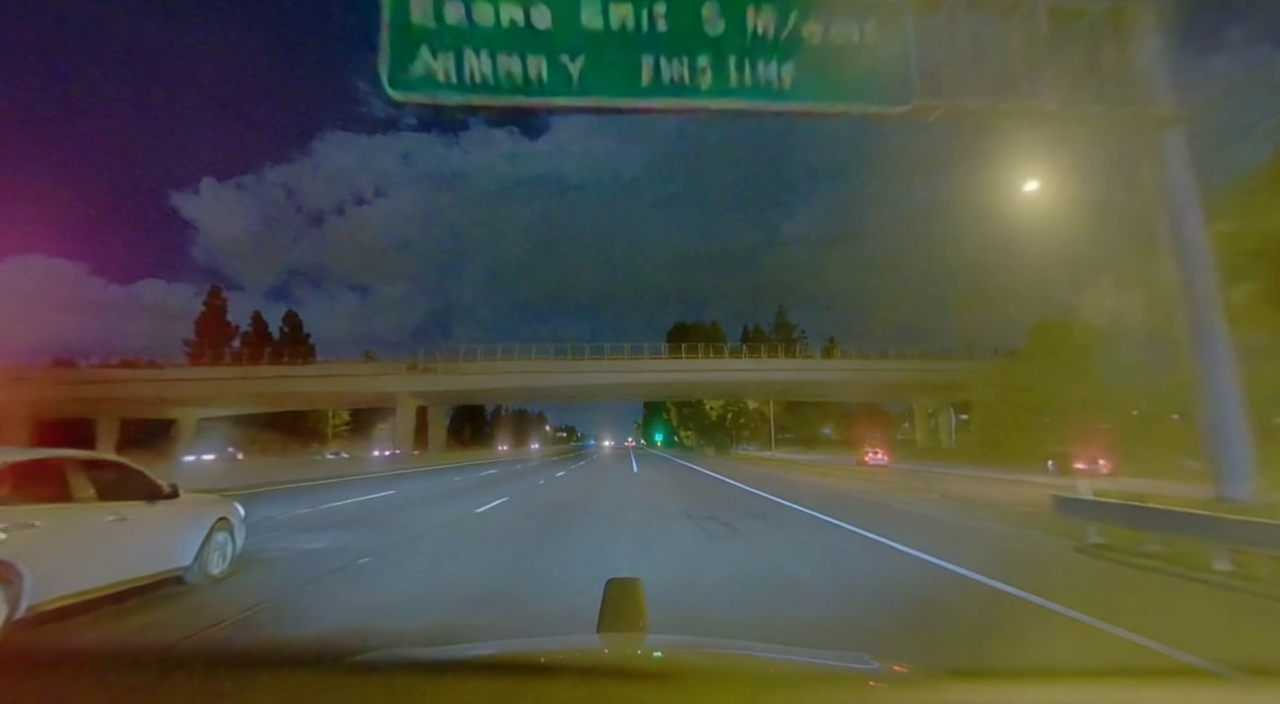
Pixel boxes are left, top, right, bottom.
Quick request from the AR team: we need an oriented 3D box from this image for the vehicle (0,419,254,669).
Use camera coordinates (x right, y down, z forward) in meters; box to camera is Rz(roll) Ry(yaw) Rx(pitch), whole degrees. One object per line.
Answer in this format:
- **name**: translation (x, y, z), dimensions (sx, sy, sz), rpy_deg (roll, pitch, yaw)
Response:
- **vehicle**: translation (-5.069, 1.245, 4.212), dimensions (2.105, 1.551, 4.602), rpy_deg (0, -8, -1)
